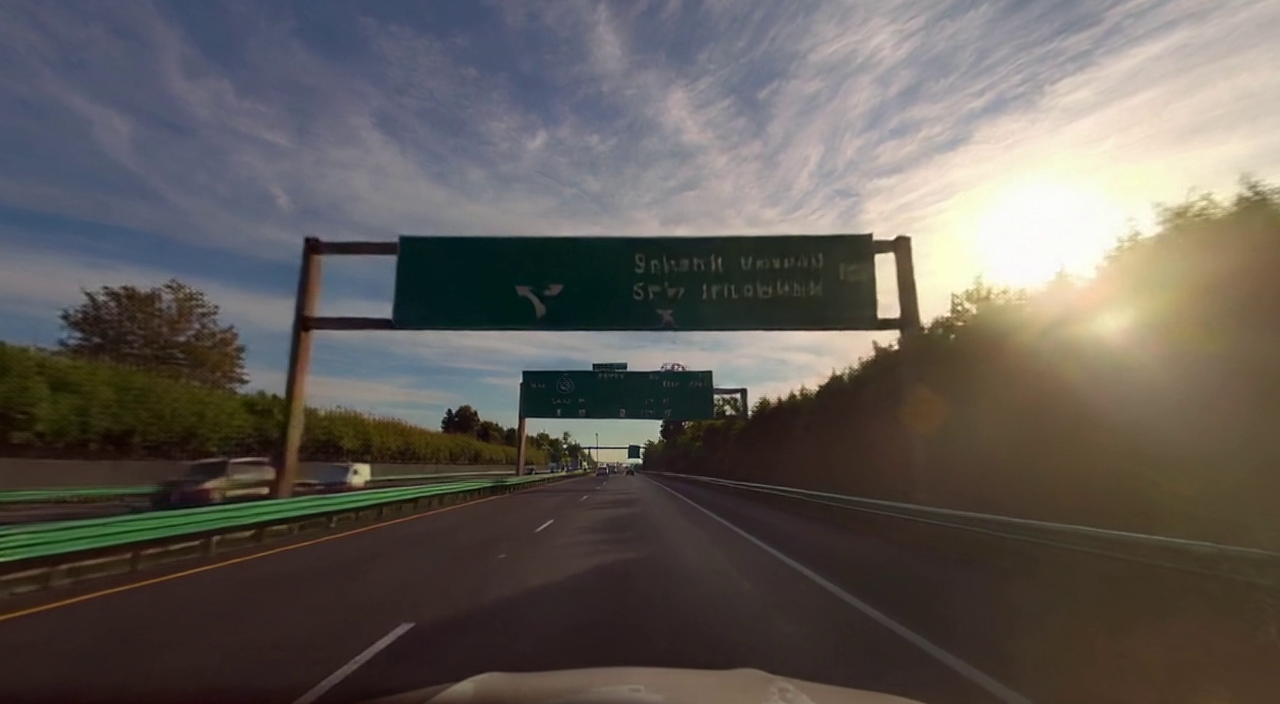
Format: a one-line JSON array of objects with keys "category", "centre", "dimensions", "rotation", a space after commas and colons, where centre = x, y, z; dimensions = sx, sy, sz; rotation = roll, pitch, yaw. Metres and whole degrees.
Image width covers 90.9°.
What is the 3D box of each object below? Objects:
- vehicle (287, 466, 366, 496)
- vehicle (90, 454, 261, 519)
[{"category": "vehicle", "centre": [-16.464, 6.780, 33.331], "dimensions": [1.918, 1.460, 4.462], "rotation": [1, -10, -1]}, {"category": "vehicle", "centre": [-12.754, 3.716, 17.642], "dimensions": [1.931, 1.571, 3.634], "rotation": [1, -10, 0]}]
